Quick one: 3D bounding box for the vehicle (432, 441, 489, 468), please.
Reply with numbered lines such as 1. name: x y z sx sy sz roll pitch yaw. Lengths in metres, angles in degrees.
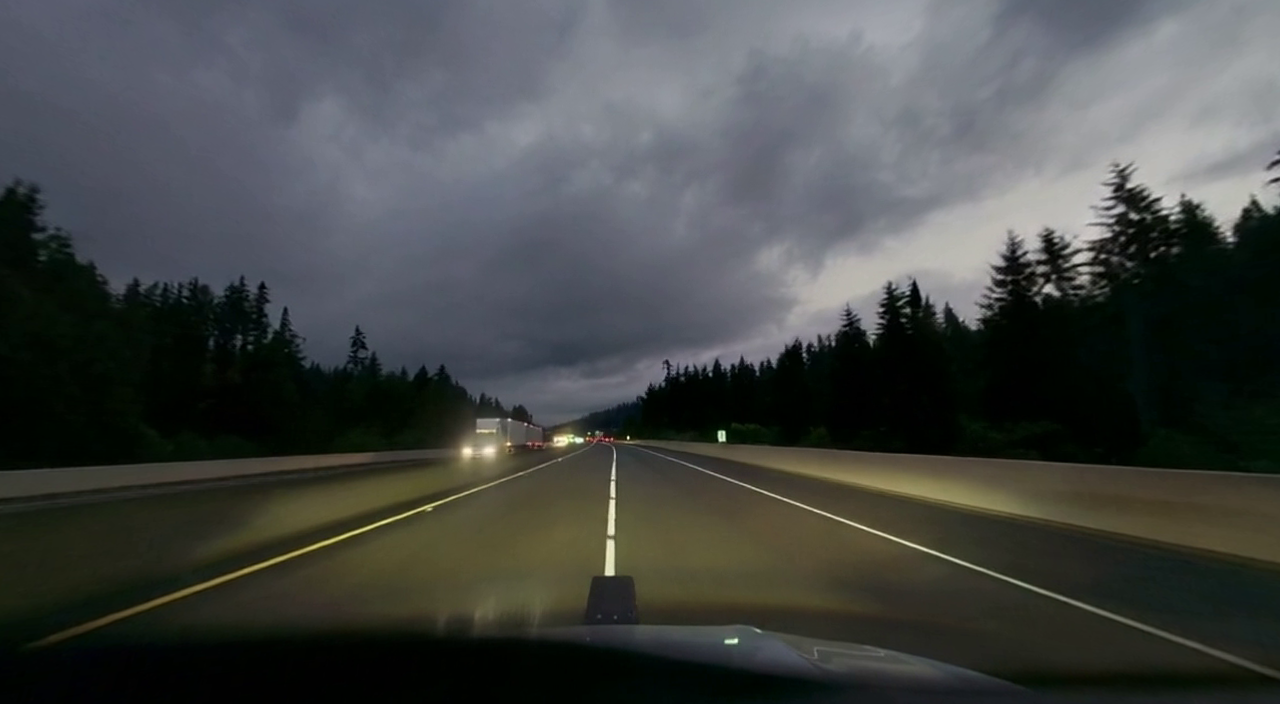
1. vehicle: -10.290 5.896 36.485 2.094 1.476 4.661 0 -8 -2
